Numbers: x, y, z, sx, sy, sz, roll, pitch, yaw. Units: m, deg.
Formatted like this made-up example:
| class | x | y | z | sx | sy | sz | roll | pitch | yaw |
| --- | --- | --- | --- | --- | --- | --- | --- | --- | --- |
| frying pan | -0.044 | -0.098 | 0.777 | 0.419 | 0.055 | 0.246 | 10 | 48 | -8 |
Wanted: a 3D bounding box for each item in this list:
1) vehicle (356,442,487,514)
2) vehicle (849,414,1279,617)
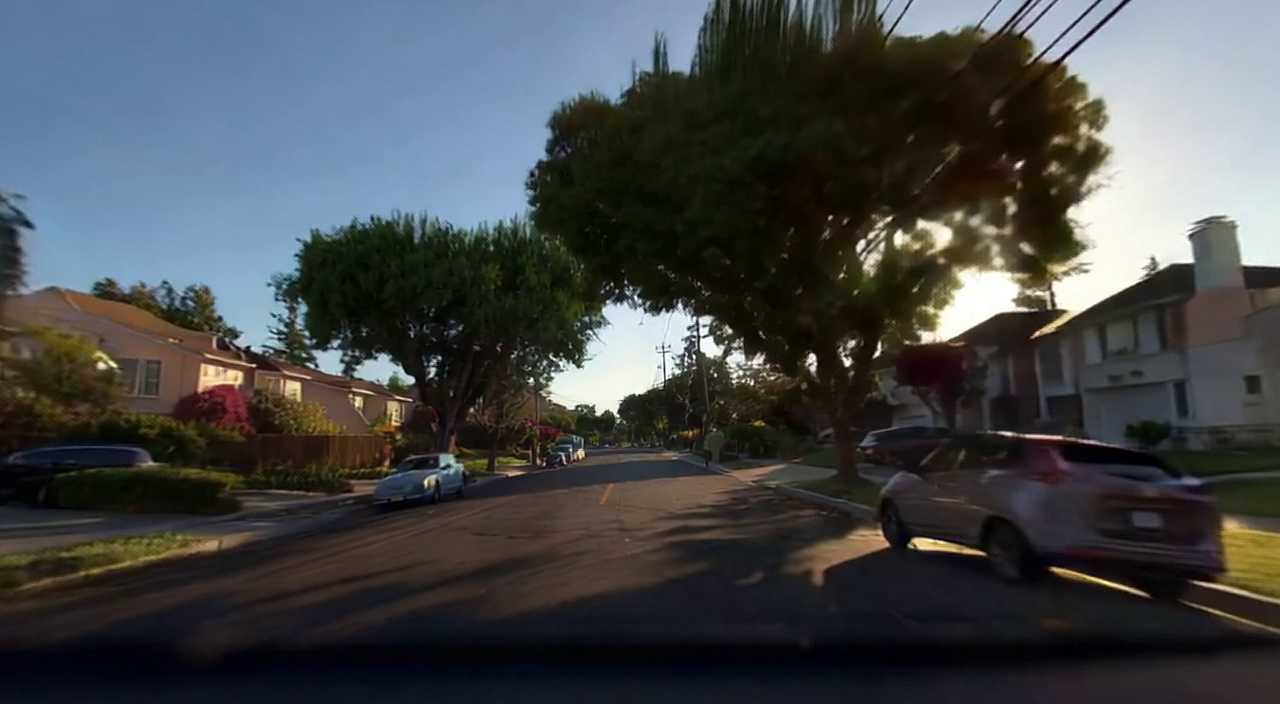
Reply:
| class | x | y | z | sx | sy | sz | roll | pitch | yaw |
| --- | --- | --- | --- | --- | --- | --- | --- | --- | --- |
| vehicle | -5.962 | 3.441 | 17.985 | 1.954 | 1.551 | 5.128 | -3 | -7 | 0 |
| vehicle | 4.075 | 1.567 | 6.962 | 2.020 | 1.558 | 3.925 | 1 | -9 | -3 |
